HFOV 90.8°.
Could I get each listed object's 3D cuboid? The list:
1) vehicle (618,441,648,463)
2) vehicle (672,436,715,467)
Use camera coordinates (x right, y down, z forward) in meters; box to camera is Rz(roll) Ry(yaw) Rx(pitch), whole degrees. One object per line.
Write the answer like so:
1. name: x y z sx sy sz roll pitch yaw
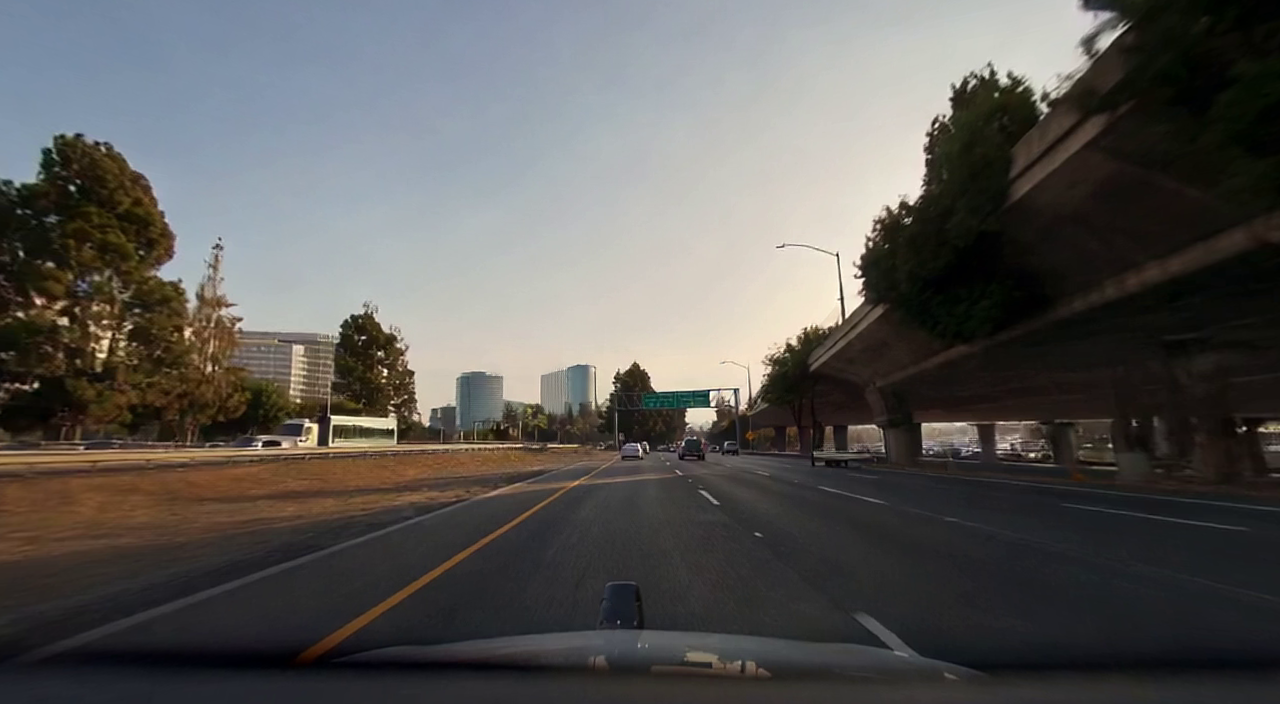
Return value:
1. vehicle: -0.483 7.242 45.766 2.046 1.475 3.784 0 -9 1
2. vehicle: 3.290 6.244 39.780 2.226 1.779 4.835 0 -9 -1
